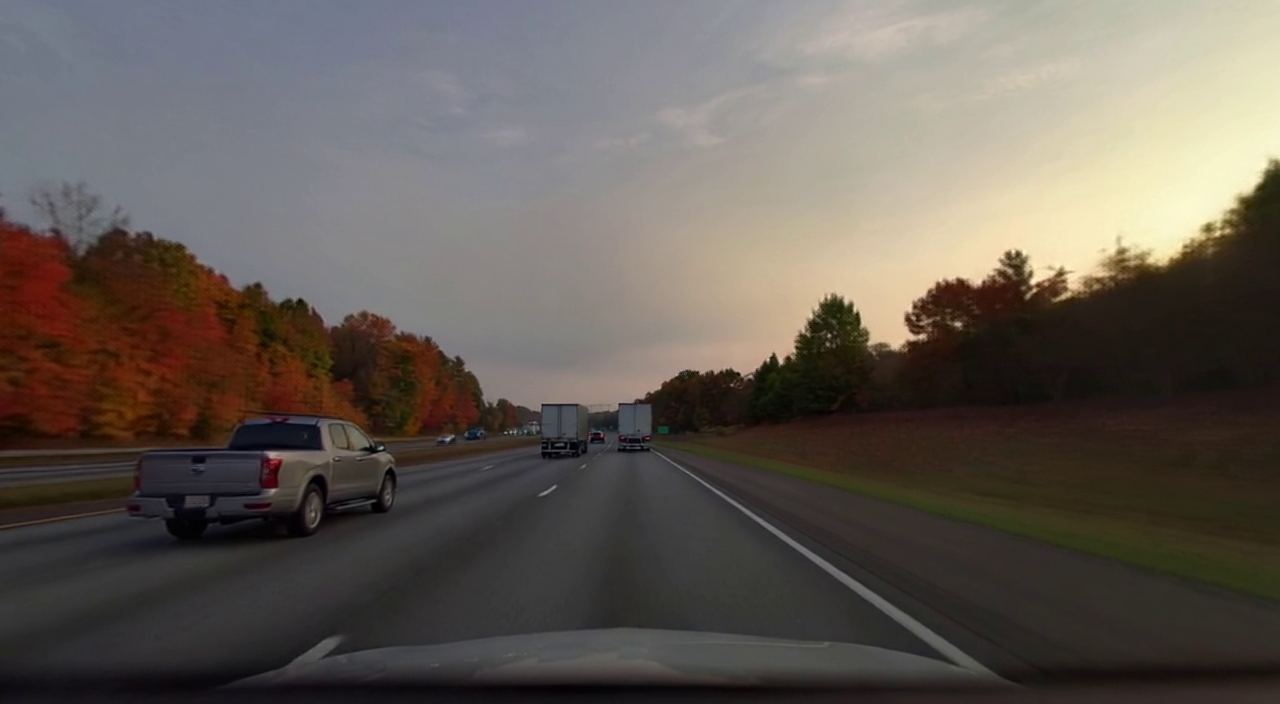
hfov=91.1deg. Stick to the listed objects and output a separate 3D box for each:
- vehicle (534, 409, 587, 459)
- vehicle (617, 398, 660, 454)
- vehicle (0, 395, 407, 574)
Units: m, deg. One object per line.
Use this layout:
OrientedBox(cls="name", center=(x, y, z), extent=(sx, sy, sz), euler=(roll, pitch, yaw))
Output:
OrientedBox(cls="vehicle", center=(-4.599, 4.861, 37.317), extent=(2.383, 2.726, 5.677), euler=(0, -8, 0))
OrientedBox(cls="vehicle", center=(-0.242, 5.918, 49.738), extent=(3.078, 3.955, 8.774), euler=(0, -8, -2))
OrientedBox(cls="vehicle", center=(-4.944, 1.549, 8.216), extent=(2.089, 1.669, 4.515), euler=(0, -8, -1))
